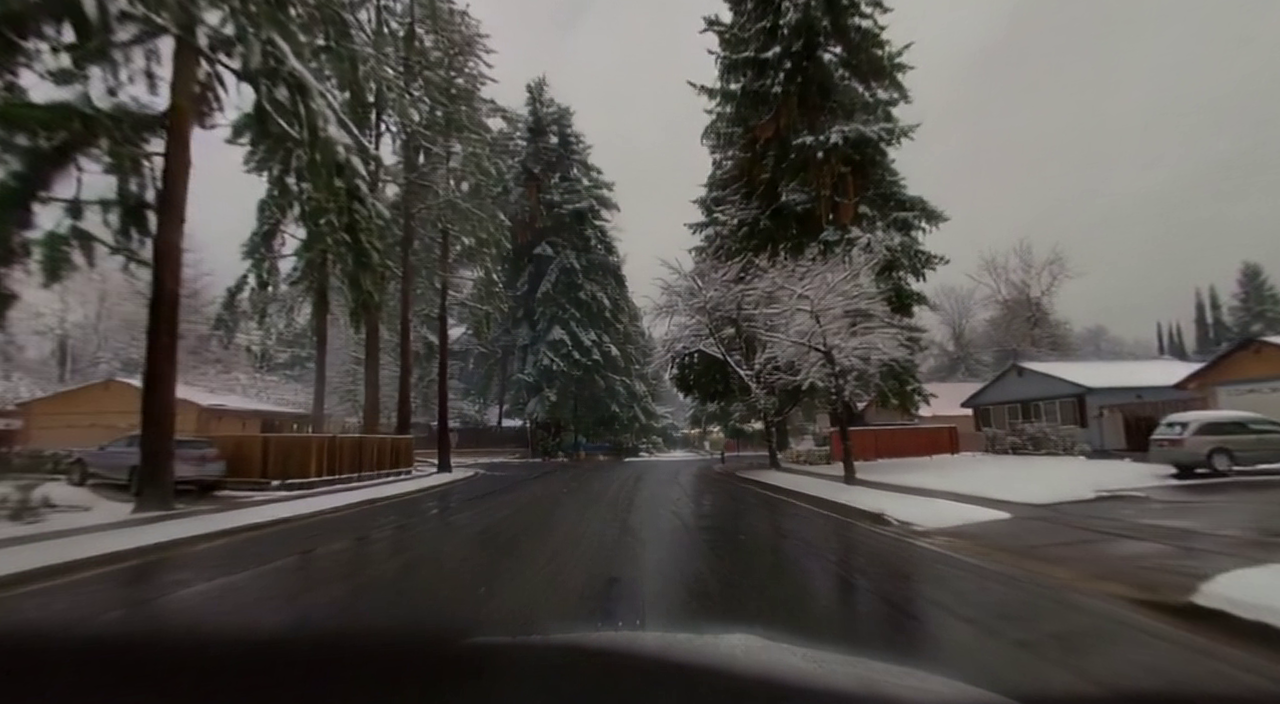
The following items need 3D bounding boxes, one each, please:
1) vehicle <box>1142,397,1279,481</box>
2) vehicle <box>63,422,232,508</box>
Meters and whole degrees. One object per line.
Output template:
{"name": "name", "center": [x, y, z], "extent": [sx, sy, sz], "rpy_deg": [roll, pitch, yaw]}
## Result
{"name": "vehicle", "center": [13.128, 1.786, 12.980], "extent": [3.780, 1.601, 2.025], "rpy_deg": [-2, -9, 13]}
{"name": "vehicle", "center": [-12.411, 2.768, 15.849], "extent": [4.656, 1.835, 2.039], "rpy_deg": [-6, -11, 37]}
